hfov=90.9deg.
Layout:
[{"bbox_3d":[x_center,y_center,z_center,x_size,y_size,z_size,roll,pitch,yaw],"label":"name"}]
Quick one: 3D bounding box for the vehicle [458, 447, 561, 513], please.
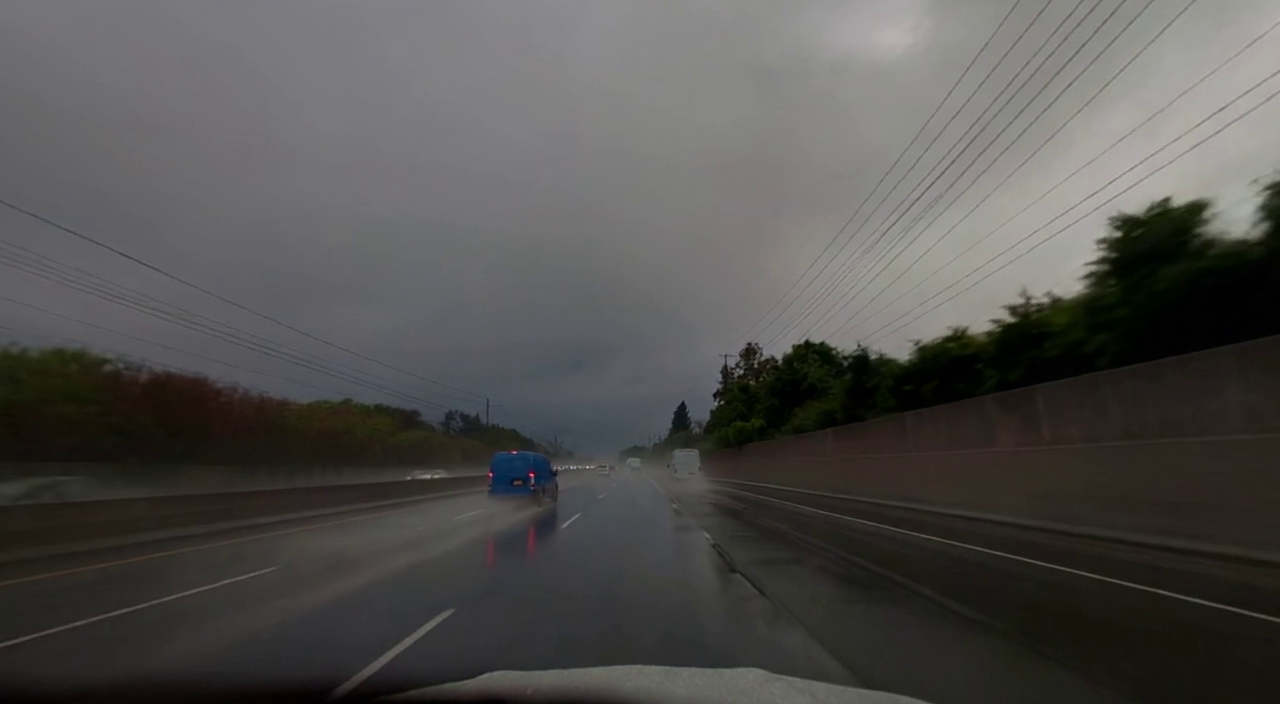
[{"bbox_3d":[-3.845,3.928,19.580,2.153,1.756,4.730,1,-10,0],"label":"vehicle"}]
